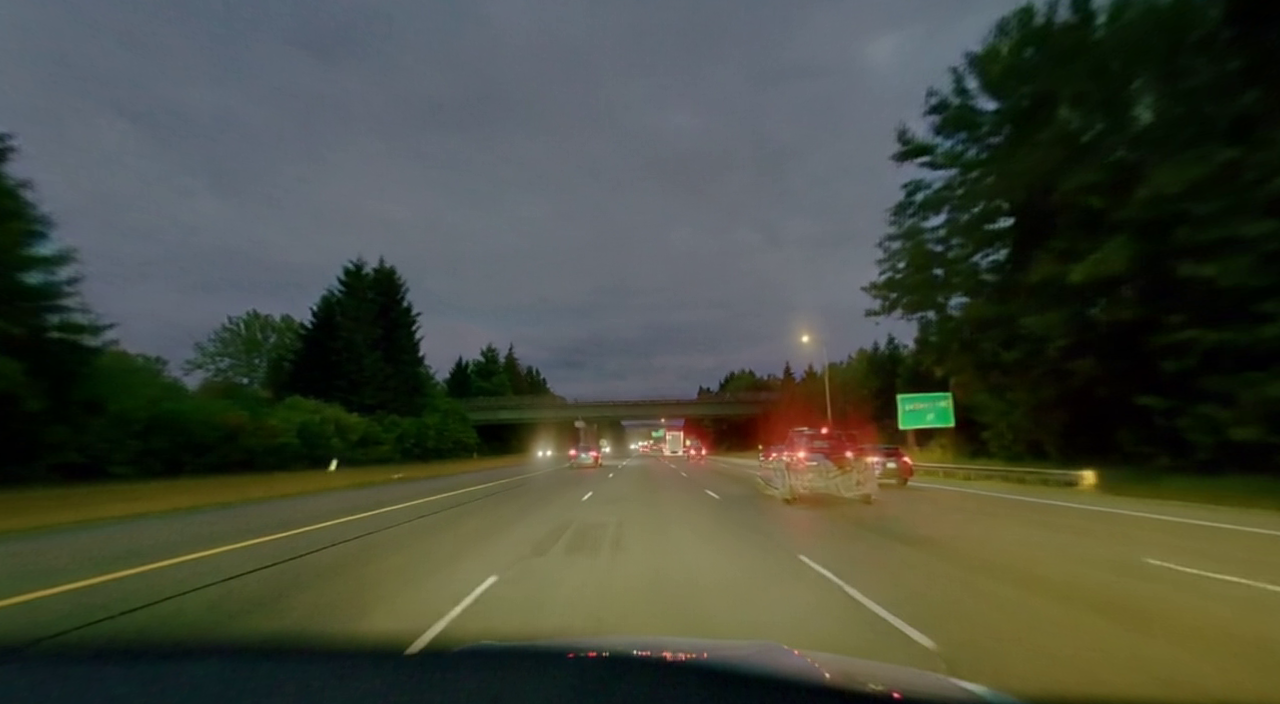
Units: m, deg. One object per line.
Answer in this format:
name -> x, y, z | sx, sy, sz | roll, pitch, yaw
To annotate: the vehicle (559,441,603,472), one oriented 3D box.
vehicle -> -3.567, 6.478, 39.270 | 2.238, 1.792, 4.518 | 0, -9, 1
